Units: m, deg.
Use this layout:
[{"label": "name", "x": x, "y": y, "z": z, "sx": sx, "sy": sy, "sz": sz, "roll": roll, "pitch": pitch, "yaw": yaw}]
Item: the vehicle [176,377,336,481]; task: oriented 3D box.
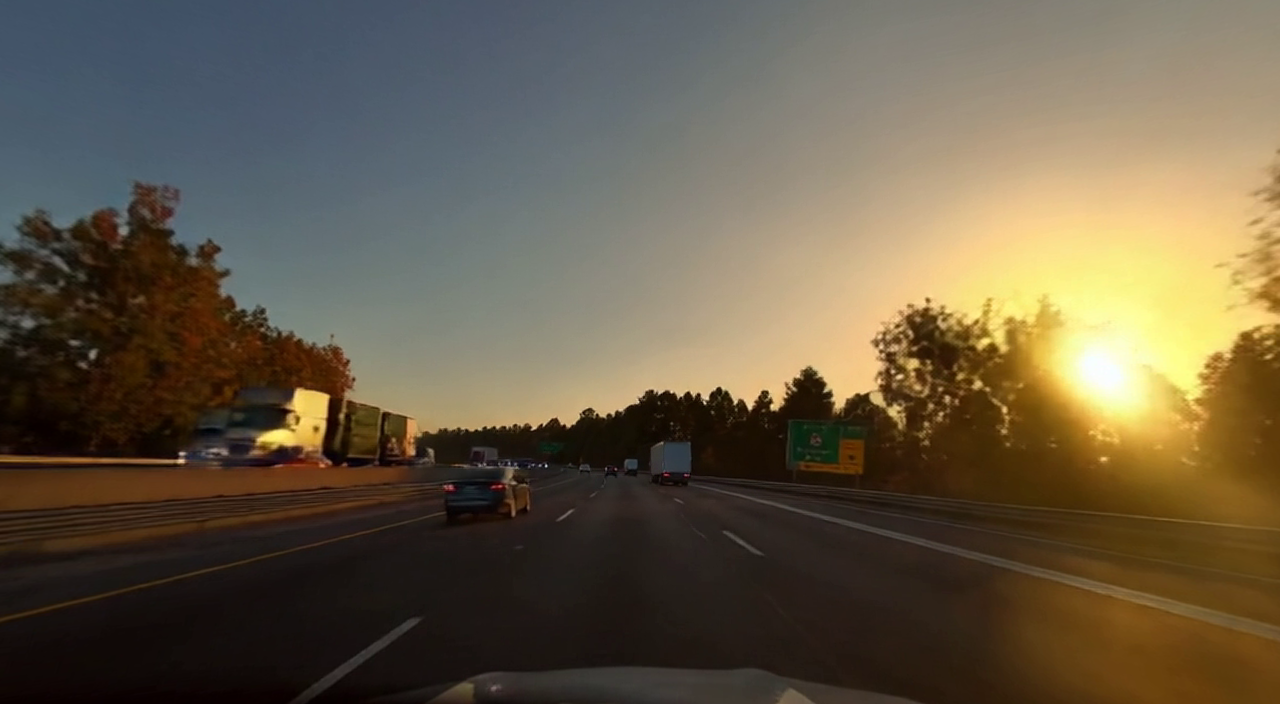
[{"label": "vehicle", "x": -15.857, "y": 3.425, "z": 26.691, "sx": 2.985, "sy": 3.862, "sz": 5.846, "roll": 1, "pitch": -11, "yaw": -2}]

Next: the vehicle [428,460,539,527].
[{"label": "vehicle", "x": -3.857, "y": 3.568, "z": 16.245, "sx": 1.868, "sy": 1.485, "sz": 3.770, "roll": 1, "pitch": -11, "yaw": 0}]

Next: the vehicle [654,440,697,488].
[{"label": "vehicle", "x": 2.718, "y": 8.889, "z": 49.984, "sx": 2.738, "sy": 3.456, "sz": 7.520, "roll": 1, "pitch": -11, "yaw": -2}]

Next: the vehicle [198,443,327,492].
[{"label": "vehicle", "x": -12.194, "y": 3.796, "z": 20.686, "sx": 1.875, "sy": 1.432, "sz": 3.869, "roll": 1, "pitch": -11, "yaw": -1}]
